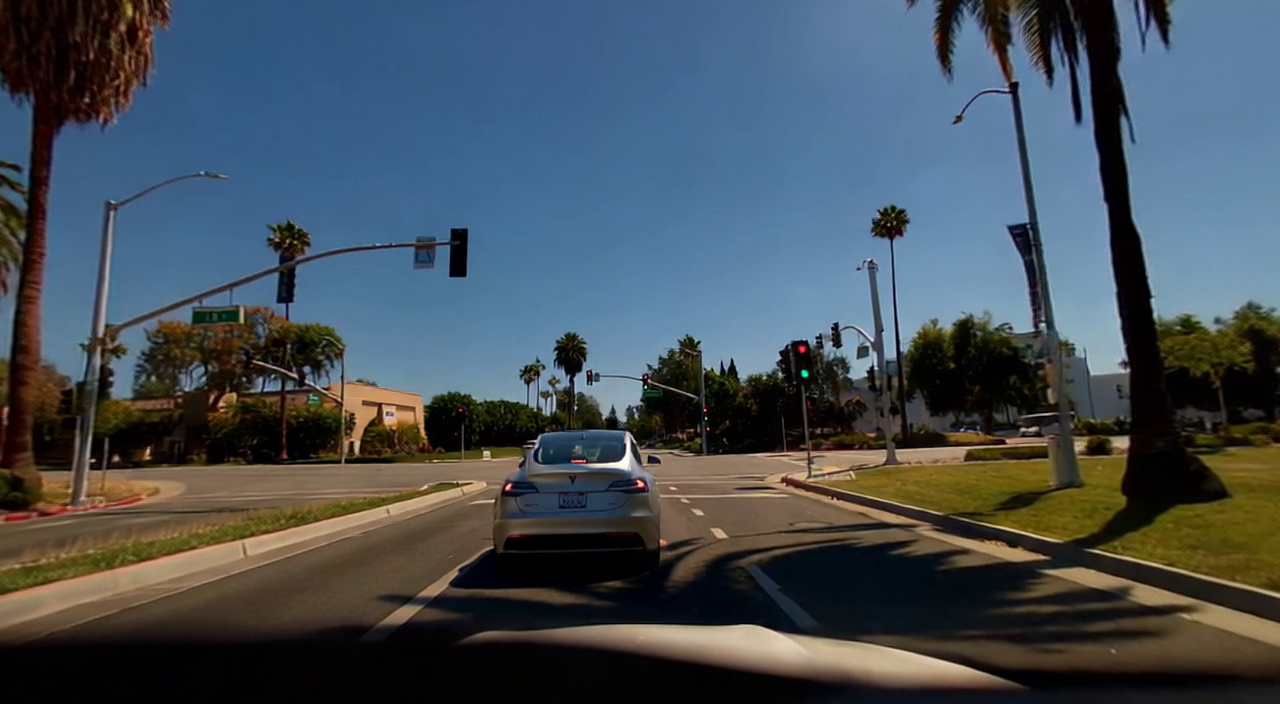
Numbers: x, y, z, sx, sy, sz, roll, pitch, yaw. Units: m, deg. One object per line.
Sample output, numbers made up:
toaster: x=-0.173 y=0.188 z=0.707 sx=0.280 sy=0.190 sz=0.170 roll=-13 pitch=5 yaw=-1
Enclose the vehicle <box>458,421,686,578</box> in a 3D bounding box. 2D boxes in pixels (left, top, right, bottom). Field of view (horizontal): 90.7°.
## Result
vehicle: x=-0.648 y=1.716 z=8.179 sx=2.152 sy=1.478 sz=4.229 roll=0 pitch=-8 yaw=0
